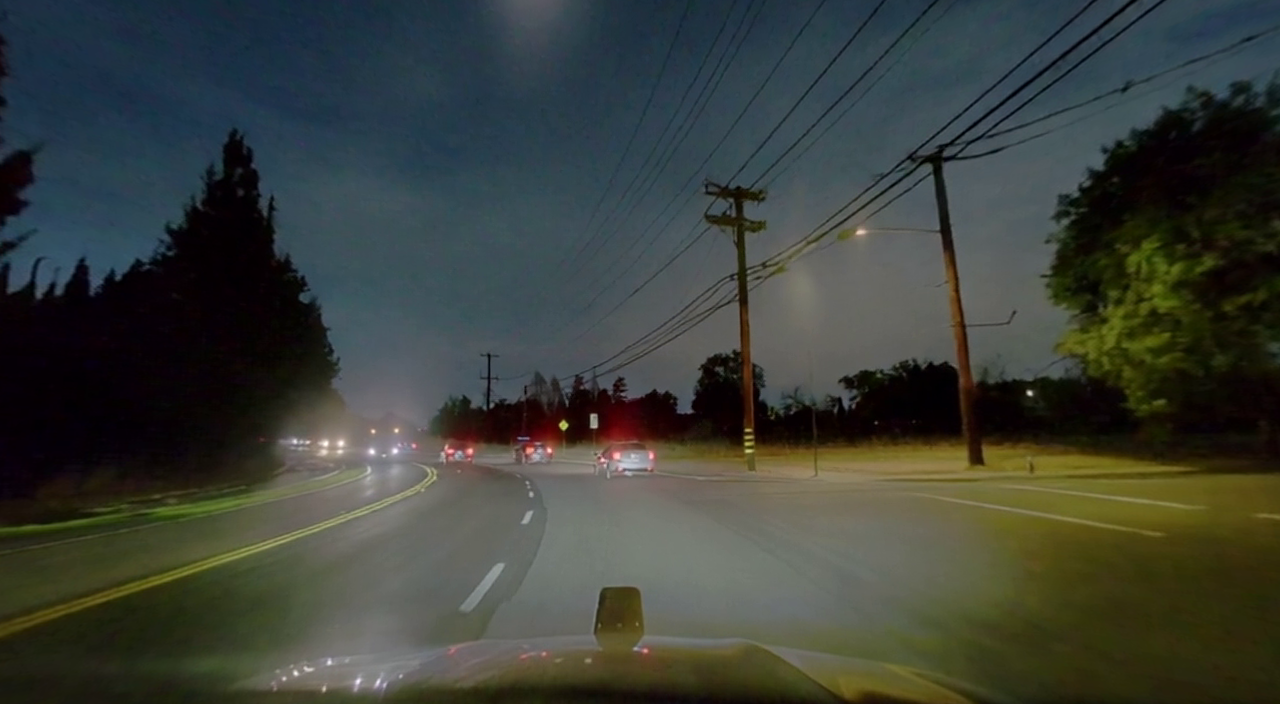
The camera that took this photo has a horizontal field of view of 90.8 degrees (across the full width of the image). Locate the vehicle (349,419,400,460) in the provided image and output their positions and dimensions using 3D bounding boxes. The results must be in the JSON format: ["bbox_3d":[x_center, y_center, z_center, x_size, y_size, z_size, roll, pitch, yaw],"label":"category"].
[{"bbox_3d":[-20.353,6.719,48.262,2.413,2.872,6.823,5,-10,-31],"label":"vehicle"}]

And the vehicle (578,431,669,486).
[{"bbox_3d":[-0.729,3.822,22.930,2.140,1.767,4.720,2,-9,-16],"label":"vehicle"}]

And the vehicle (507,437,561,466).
[{"bbox_3d":[-6.744,6.286,39.927,2.075,1.699,4.520,4,-10,-26],"label":"vehicle"}]
